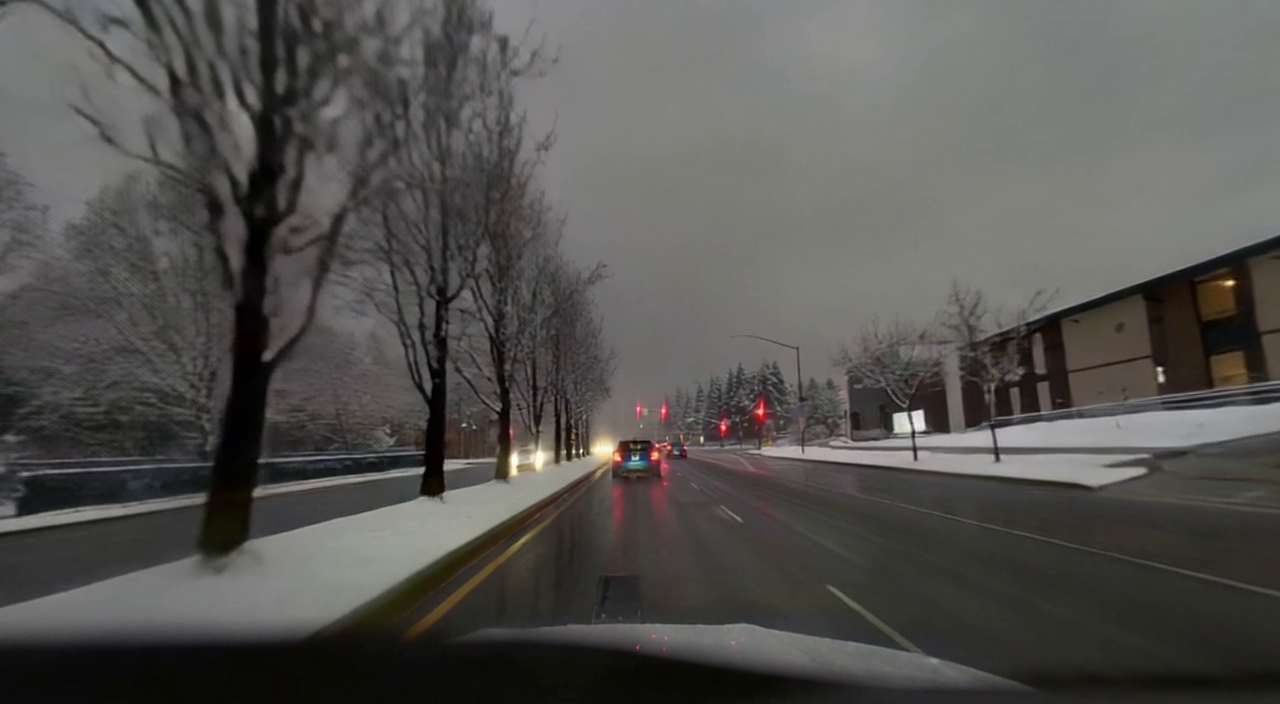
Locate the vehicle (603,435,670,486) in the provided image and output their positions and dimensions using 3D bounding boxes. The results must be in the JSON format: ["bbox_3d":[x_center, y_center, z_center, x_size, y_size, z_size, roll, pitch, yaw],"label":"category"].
[{"bbox_3d":[-0.156,3.841,22.667,2.181,1.639,4.127,0,-8,-1],"label":"vehicle"}]

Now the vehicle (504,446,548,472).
[{"bbox_3d":[-7.506,7.046,41.888,2.094,1.579,4.297,-1,-8,0],"label":"vehicle"}]
